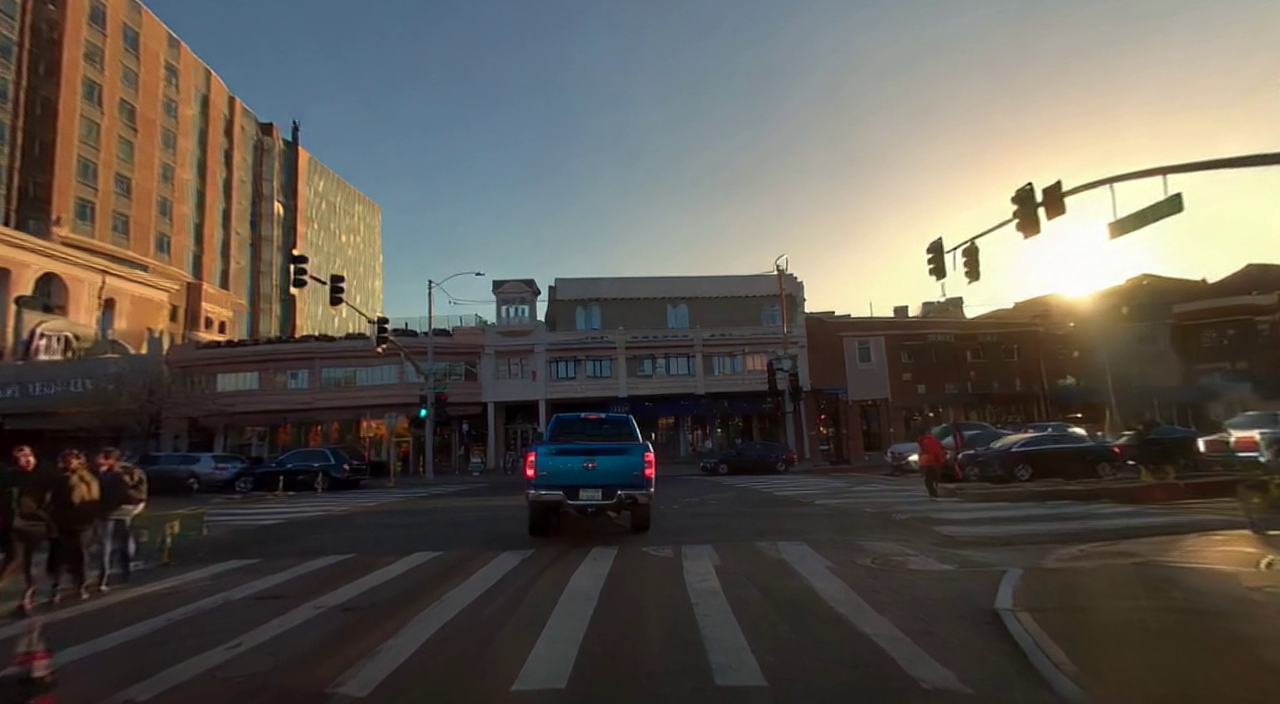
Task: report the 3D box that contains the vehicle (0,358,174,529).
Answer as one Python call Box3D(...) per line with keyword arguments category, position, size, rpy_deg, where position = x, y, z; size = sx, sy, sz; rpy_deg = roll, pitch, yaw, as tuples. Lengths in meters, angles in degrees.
Box3D(category="vehicle", position=(-22.413, 2.748, 19.087), size=(13.729, 4.662, 3.300), rpy_deg=(0, -8, 0))

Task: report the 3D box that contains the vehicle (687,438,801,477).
Box3D(category="vehicle", position=(4.255, 4.409, 26.453), size=(4.515, 1.583, 1.920), rpy_deg=(-1, -8, 3))

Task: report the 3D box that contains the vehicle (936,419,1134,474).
Box3D(category="vehicle", position=(11.572, 2.801, 18.717), size=(4.600, 1.506, 1.878), rpy_deg=(0, -8, -1))

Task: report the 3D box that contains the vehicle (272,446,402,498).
Box3D(category="vehicle", position=(-13.323, 5.299, 27.959), size=(4.799, 1.909, 2.011), rpy_deg=(-3, -7, 2))

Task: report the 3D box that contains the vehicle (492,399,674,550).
Box3D(category="vehicle", position=(-1.183, 2.079, 11.464), size=(2.477, 2.020, 5.534), rpy_deg=(1, -9, -9))

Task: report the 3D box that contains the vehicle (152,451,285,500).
Box3D(category="vehicle", position=(-18.606, 5.457, 28.011), size=(4.398, 2.057, 1.959), rpy_deg=(0, -8, -1))
